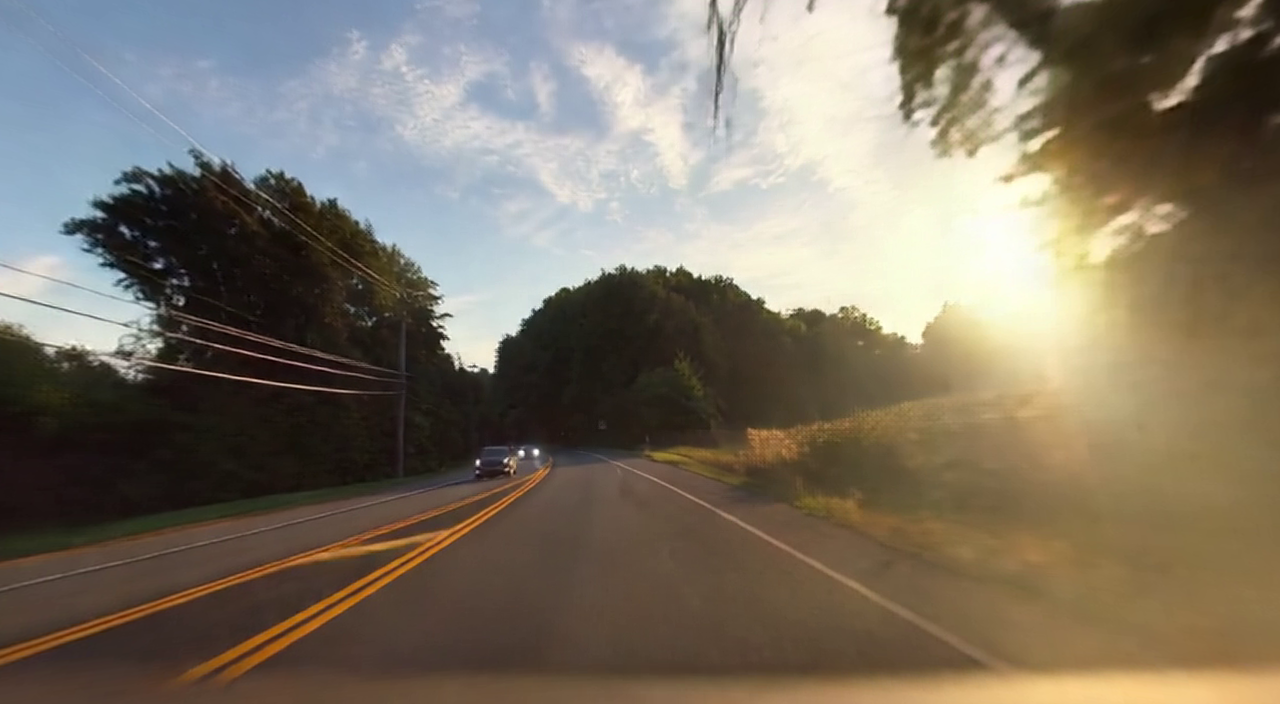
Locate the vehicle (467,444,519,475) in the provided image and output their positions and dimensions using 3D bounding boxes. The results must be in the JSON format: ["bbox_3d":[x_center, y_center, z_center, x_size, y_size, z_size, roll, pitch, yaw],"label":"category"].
[{"bbox_3d":[-8.233,6.037,35.766,2.099,1.640,4.555,0,-8,-3],"label":"vehicle"}]
